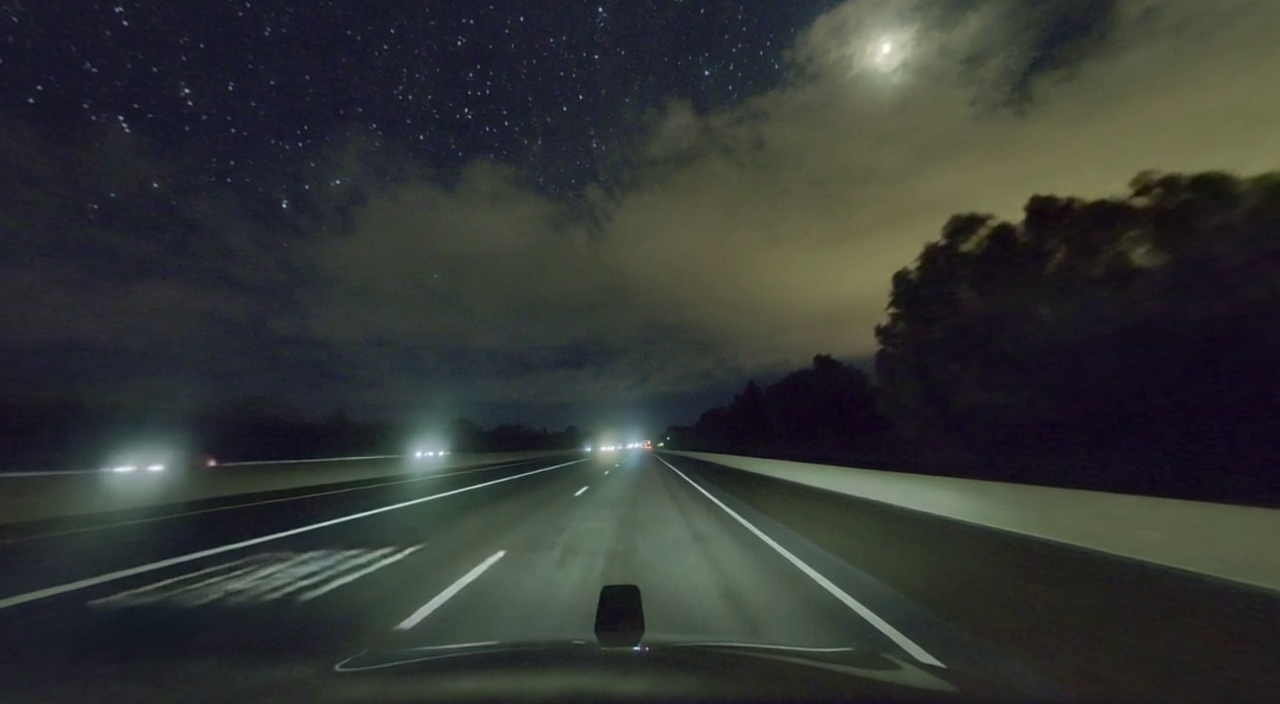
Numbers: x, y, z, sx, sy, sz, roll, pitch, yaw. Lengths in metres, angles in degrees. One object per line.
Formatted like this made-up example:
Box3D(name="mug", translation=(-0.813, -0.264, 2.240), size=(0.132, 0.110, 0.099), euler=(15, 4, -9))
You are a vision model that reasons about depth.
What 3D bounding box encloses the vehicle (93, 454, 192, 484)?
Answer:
Box3D(name="vehicle", translation=(-28.199, 6.599, 35.912), size=(1.913, 1.530, 4.456), euler=(0, -9, 1))
